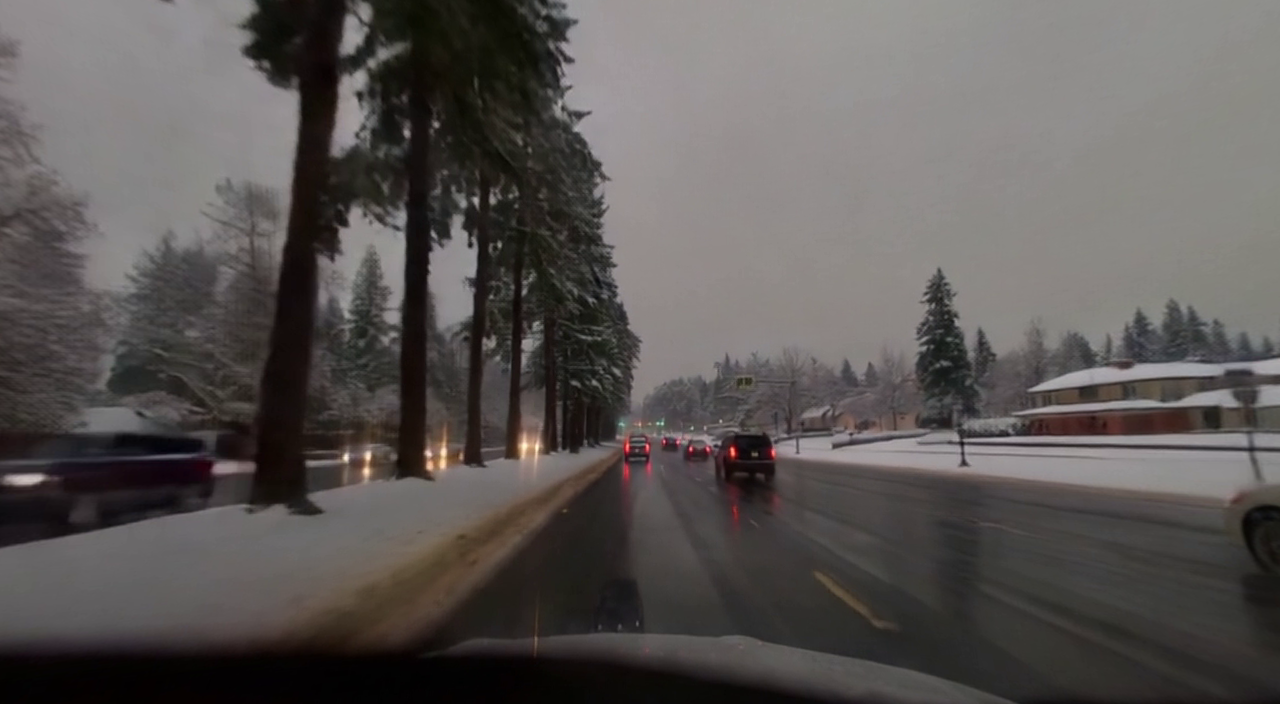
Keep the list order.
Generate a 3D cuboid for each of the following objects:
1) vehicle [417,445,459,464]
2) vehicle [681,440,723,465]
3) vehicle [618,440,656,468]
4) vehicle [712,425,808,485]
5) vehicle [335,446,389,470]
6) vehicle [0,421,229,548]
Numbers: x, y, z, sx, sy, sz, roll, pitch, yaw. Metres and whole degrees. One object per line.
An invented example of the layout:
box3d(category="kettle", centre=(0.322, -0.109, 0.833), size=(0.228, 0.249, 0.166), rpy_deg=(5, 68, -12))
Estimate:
box3d(category="vehicle", centre=(-15.808, 8.046, 49.641), size=(1.825, 1.467, 4.364), rpy_deg=(0, -9, 0))
box3d(category="vehicle", centre=(3.749, 6.175, 38.848), size=(2.064, 1.474, 4.389), rpy_deg=(0, -9, -1))
box3d(category="vehicle", centre=(-0.176, 5.738, 35.624), size=(1.988, 1.418, 4.214), rpy_deg=(0, -9, 0))
box3d(category="vehicle", centre=(3.928, 3.508, 21.646), size=(2.209, 1.813, 4.724), rpy_deg=(1, -9, -2))
box3d(category="vehicle", centre=(-19.403, 7.416, 44.299), size=(1.887, 1.552, 4.301), rpy_deg=(1, -8, -1))
box3d(category="vehicle", centre=(-9.391, 2.129, 10.747), size=(2.058, 1.716, 4.266), rpy_deg=(1, -9, -4))
